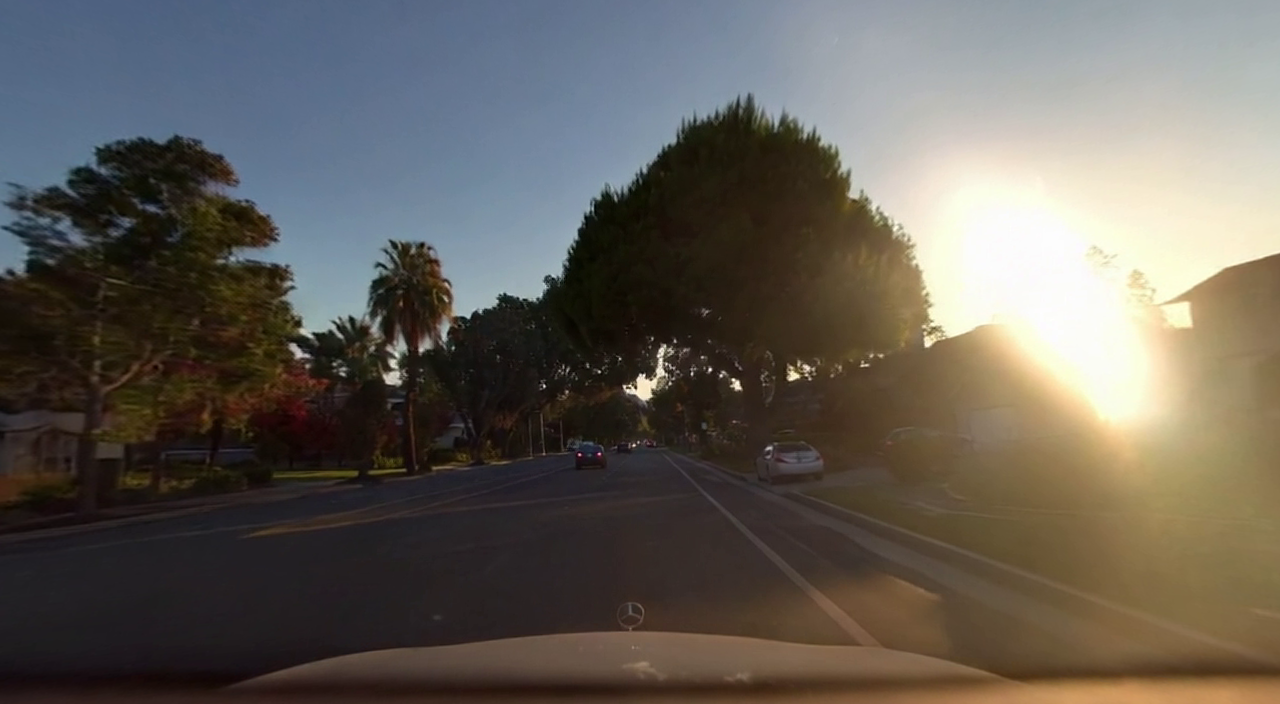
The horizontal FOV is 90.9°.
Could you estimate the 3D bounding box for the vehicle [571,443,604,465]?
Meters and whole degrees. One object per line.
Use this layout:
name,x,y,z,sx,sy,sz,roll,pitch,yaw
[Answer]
vehicle,-3.625,7.165,44.366,1.973,1.400,3.915,0,-9,1

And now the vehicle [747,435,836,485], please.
vehicle,5.168,3.764,22.187,1.995,1.546,4.474,0,-9,0

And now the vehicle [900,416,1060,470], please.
vehicle,10.950,2.977,20.590,4.037,1.673,1.983,0,-9,3
